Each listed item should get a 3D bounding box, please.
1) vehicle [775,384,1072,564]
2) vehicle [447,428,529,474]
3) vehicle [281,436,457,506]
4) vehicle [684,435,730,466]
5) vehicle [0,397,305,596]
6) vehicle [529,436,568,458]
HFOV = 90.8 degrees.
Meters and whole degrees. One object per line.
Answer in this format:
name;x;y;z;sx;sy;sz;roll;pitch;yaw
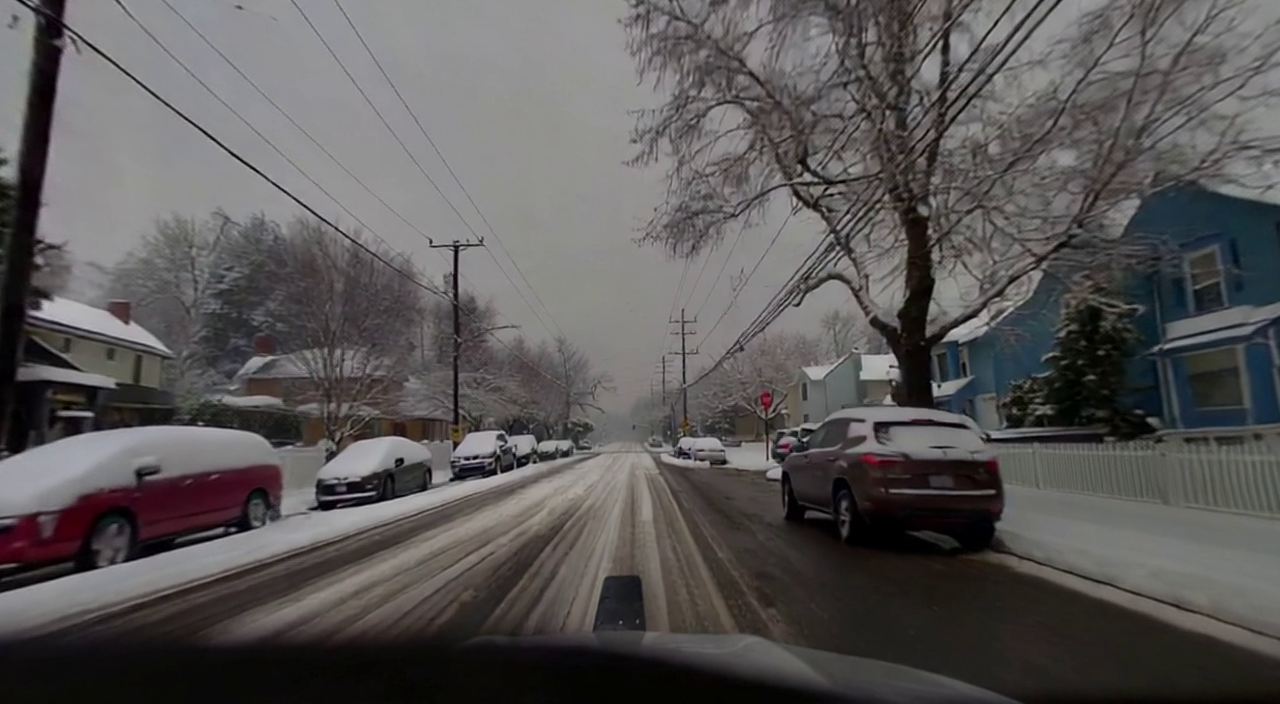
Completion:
vehicle;3.512;1.612;8.983;2.114;1.909;4.266;1;-8;-2
vehicle;-6.431;4.246;27.422;2.136;1.757;5.365;0;-8;1
vehicle;-6.462;2.865;15.784;2.211;1.469;4.380;0;-8;4
vehicle;3.553;5.354;34.573;1.963;1.536;5.446;0;-8;0
vehicle;-6.483;1.653;8.054;2.194;1.798;4.402;-2;-8;-3
vehicle;-6.498;6.838;45.466;2.056;1.481;4.451;0;-8;1
